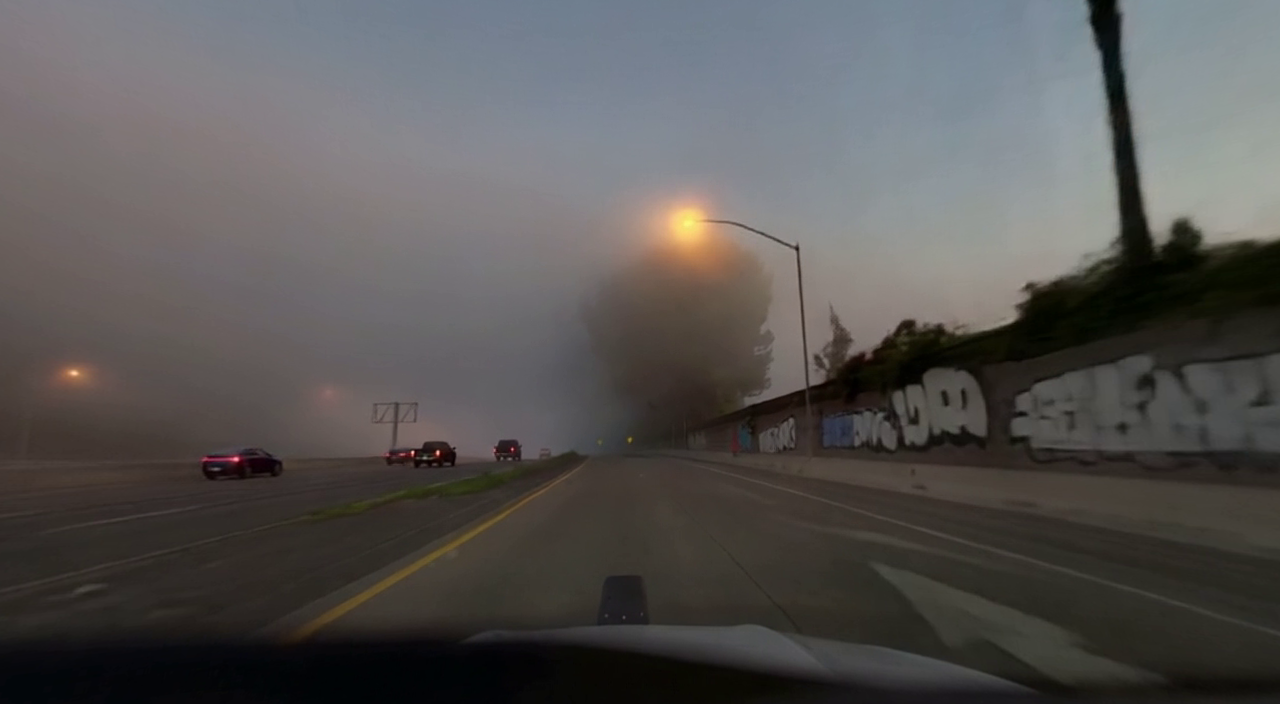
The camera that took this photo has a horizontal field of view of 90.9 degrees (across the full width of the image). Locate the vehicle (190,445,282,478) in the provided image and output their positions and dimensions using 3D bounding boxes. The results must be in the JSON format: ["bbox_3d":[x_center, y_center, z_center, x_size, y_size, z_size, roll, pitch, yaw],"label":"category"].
[{"bbox_3d":[-23.663,6.392,37.216,2.158,1.795,5.013,0,-8,-1],"label":"vehicle"}]

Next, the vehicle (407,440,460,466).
[{"bbox_3d":[-15.989,7.835,49.168,2.272,1.882,5.941,0,-9,-1],"label":"vehicle"}]
